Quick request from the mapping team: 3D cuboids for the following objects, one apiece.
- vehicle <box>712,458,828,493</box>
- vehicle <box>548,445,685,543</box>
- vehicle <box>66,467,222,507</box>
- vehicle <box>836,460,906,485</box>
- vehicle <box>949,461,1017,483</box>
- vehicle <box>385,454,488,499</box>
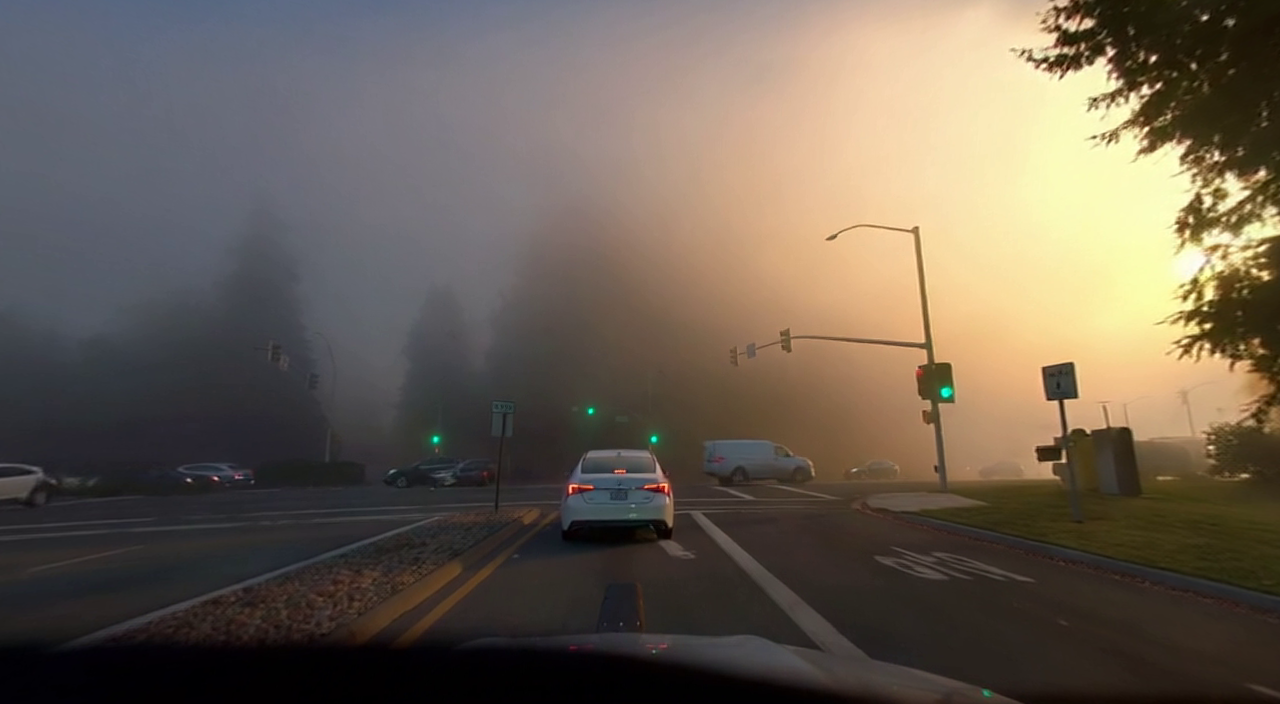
[{"bbox_3d":[5.744,5.524,28.465,4.838,1.449,2.077,0,-9,2],"label":"vehicle"},{"bbox_3d":[-0.434,2.504,11.905,2.112,1.479,4.264,0,-9,-2],"label":"vehicle"},{"bbox_3d":[-20.069,5.462,25.768,4.548,1.449,1.802,2,-9,-14],"label":"vehicle"},{"bbox_3d":[16.507,8.587,45.192,4.337,1.637,1.860,2,-9,-16],"label":"vehicle"},{"bbox_3d":[25.953,9.064,47.859,4.358,1.471,1.875,2,-9,-16],"label":"vehicle"},{"bbox_3d":[-9.209,5.541,28.484,4.355,1.789,2.175,-6,-10,35],"label":"vehicle"}]
